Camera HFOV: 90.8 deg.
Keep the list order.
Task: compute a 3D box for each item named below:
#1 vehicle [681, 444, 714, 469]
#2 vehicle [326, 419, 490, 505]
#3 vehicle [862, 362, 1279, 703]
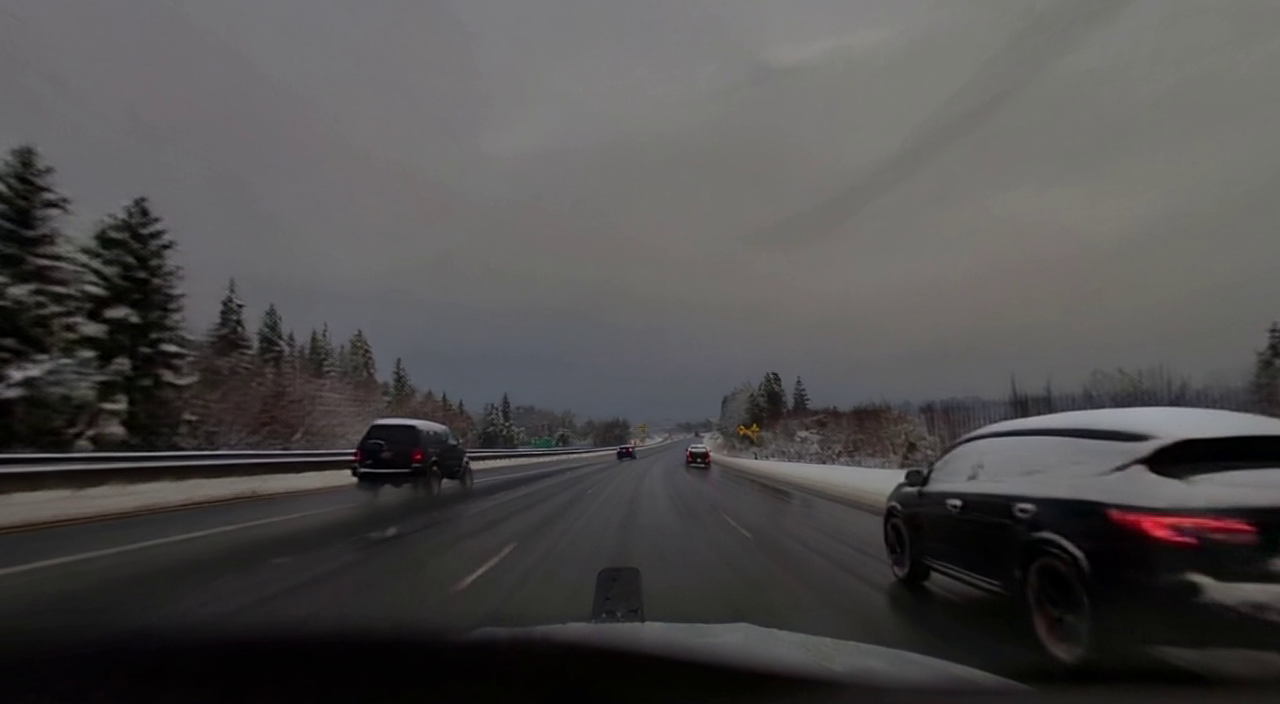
[{"bbox_3d":[4.420,8.144,49.353,2.211,1.814,4.404,0,-9,0],"label":"vehicle"},{"bbox_3d":[-6.293,3.115,18.218,2.383,2.048,5.875,0,-9,1],"label":"vehicle"},{"bbox_3d":[3.574,1.254,4.884,2.075,1.743,4.410,0,-9,0],"label":"vehicle"}]
